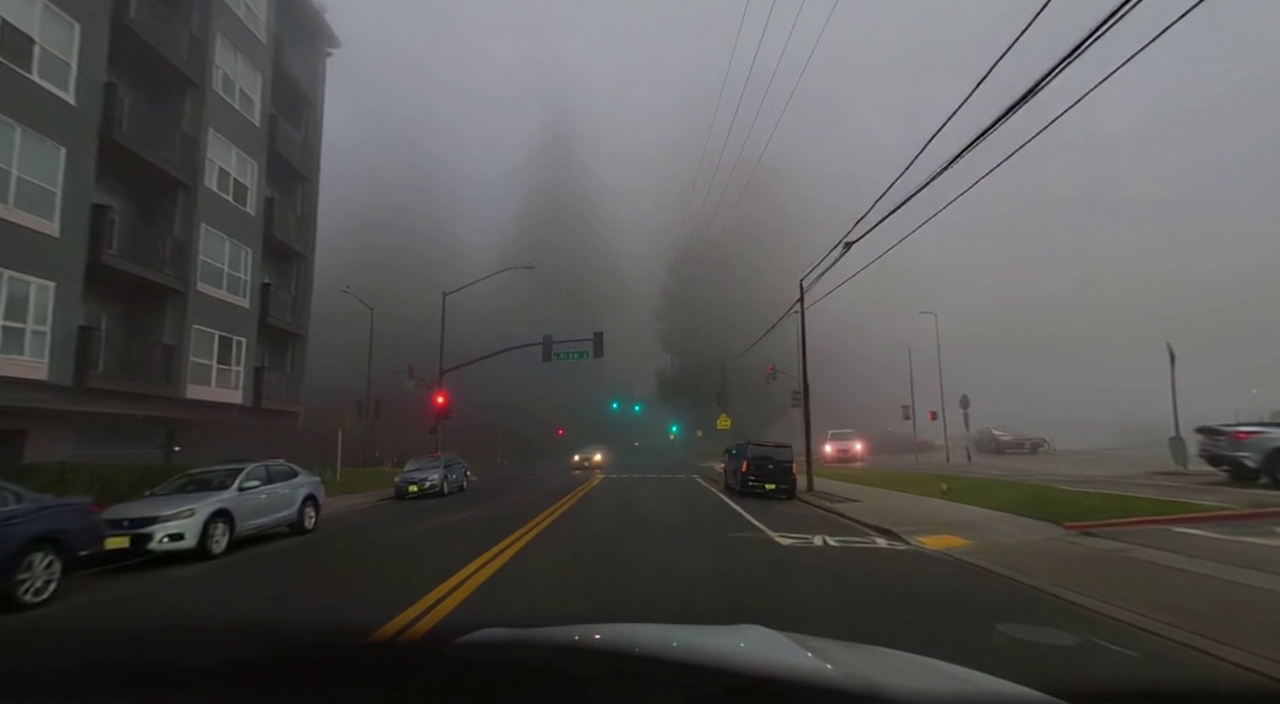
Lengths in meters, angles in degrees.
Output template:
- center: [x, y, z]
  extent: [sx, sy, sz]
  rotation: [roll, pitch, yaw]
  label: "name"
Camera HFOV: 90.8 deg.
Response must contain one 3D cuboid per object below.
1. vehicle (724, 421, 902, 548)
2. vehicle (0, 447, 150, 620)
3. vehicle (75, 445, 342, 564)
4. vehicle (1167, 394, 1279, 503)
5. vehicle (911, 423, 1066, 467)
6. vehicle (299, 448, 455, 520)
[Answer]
- center: [3.013, 2.328, 12.299]
  extent: [2.034, 1.689, 4.978]
  rotation: [0, -3, -1]
  label: "vehicle"
- center: [-6.374, 1.485, 4.873]
  extent: [1.789, 1.462, 4.313]
  rotation: [0, -8, -1]
  label: "vehicle"
- center: [-6.573, 2.286, 10.223]
  extent: [1.713, 1.531, 3.685]
  rotation: [0, -8, -1]
  label: "vehicle"
- center: [12.733, 1.719, 11.432]
  extent: [4.591, 1.785, 1.921]
  rotation: [0, -8, 0]
  label: "vehicle"
- center: [12.123, 3.256, 22.163]
  extent: [4.348, 1.439, 1.907]
  rotation: [0, -8, -5]
  label: "vehicle"
- center: [-6.270, 3.165, 15.759]
  extent: [1.934, 1.484, 4.630]
  rotation: [0, -8, -1]
  label: "vehicle"
